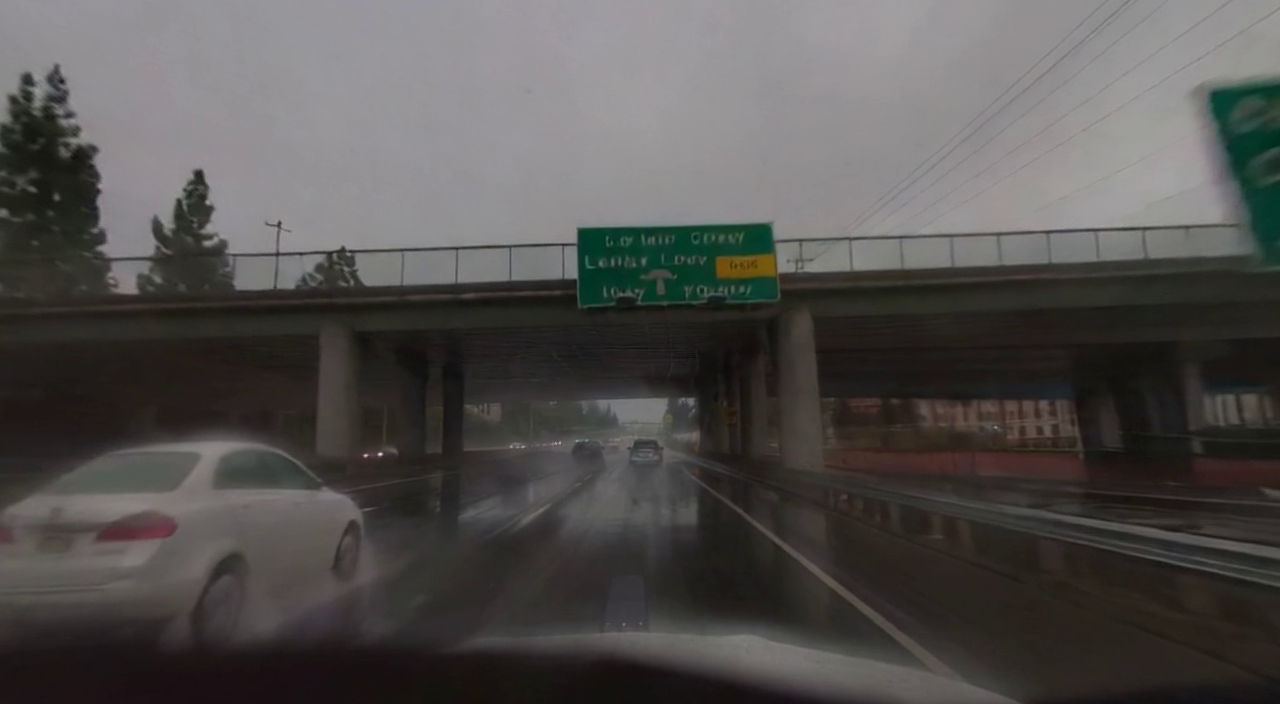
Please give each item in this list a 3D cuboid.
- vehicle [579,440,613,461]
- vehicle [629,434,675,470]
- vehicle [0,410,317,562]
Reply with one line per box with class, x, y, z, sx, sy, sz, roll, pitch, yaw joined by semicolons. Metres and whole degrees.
vehicle;-3.161;7.153;45.980;2.056;1.464;4.564;0;-8;1
vehicle;0.587;4.996;31.660;2.152;1.697;4.066;0;-8;0
vehicle;-7.298;1.898;9.742;2.090;1.765;4.612;0;-8;1
